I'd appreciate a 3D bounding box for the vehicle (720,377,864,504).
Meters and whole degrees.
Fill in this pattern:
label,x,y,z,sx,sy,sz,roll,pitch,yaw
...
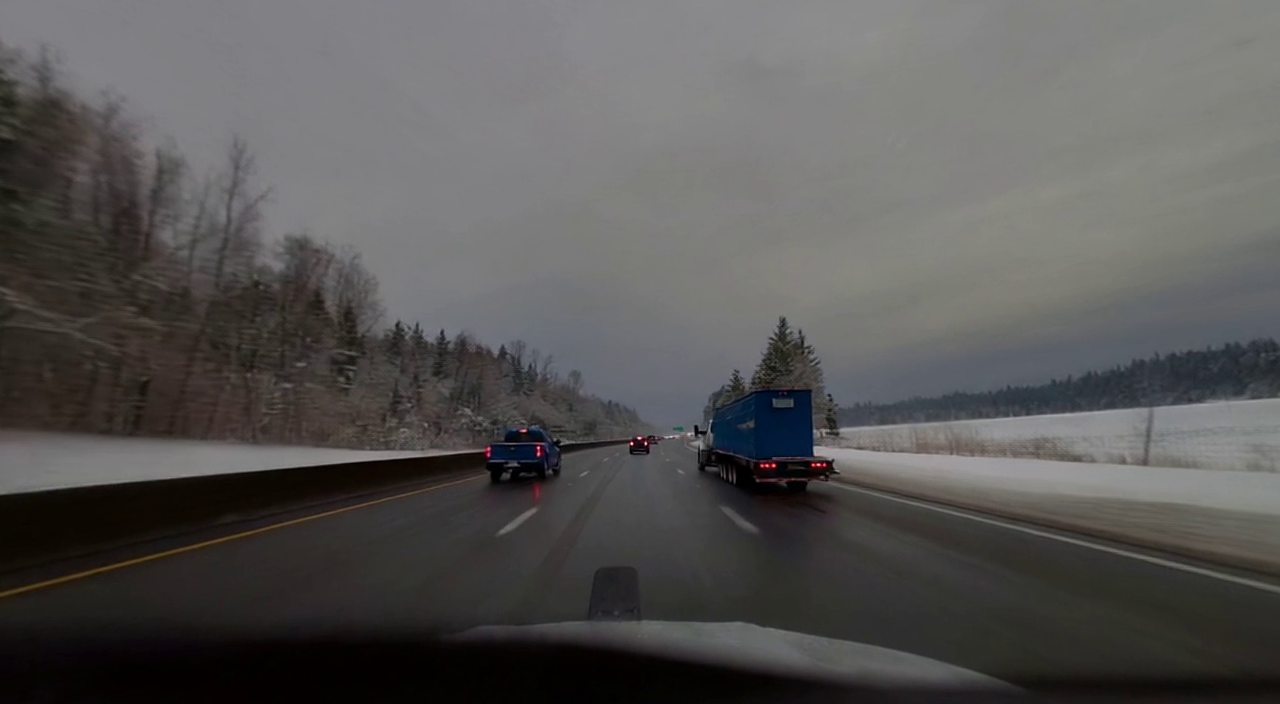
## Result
label,x,y,z,sx,sy,sz,roll,pitch,yaw
vehicle,3.354,2.071,14.900,2.256,2.568,4.049,0,-8,-1

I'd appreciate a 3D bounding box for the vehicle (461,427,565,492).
label,x,y,z,sx,sy,sz,roll,pitch,yaw
vehicle,-3.395,2.957,17.738,2.008,1.588,4.147,0,-8,1

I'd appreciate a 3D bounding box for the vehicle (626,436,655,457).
label,x,y,z,sx,sy,sz,roll,pitch,yaw
vehicle,0.089,7.323,49.077,2.195,1.529,4.572,0,-8,1
